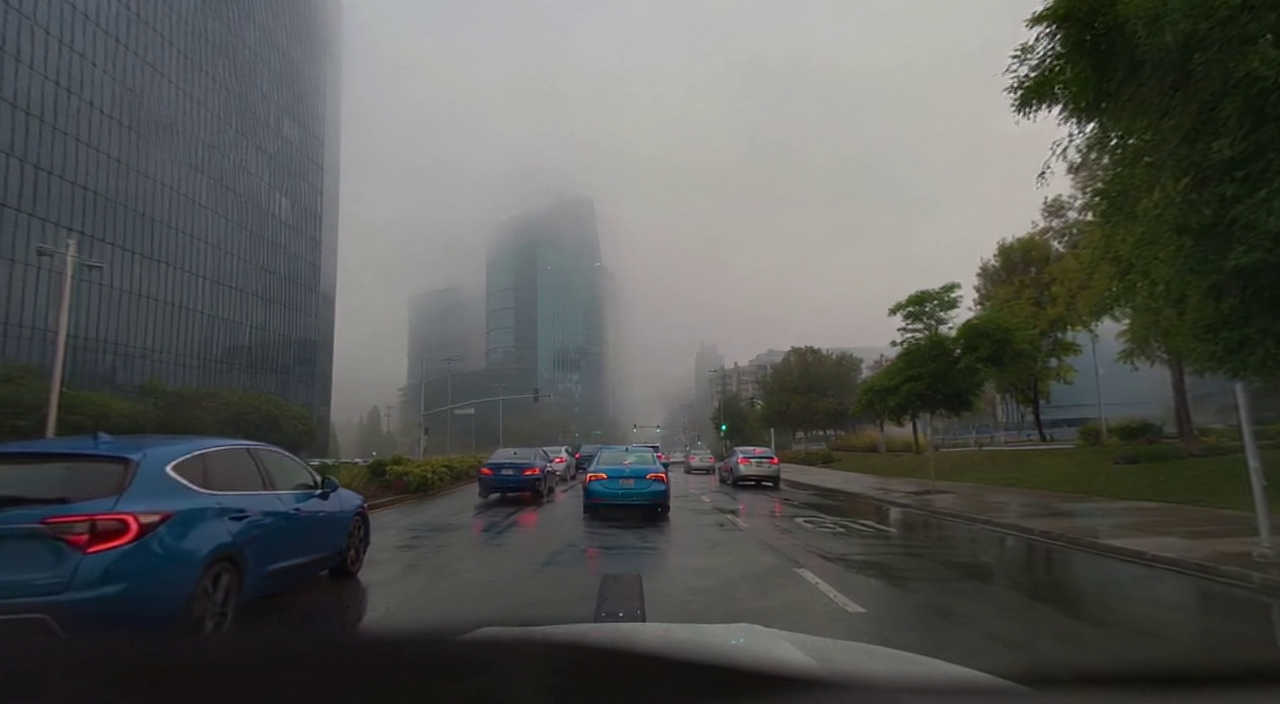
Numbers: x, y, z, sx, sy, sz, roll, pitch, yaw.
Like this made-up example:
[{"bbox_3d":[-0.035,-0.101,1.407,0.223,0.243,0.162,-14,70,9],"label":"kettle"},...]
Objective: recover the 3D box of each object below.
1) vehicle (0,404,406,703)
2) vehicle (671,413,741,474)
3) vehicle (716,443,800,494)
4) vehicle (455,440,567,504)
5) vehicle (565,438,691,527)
[{"bbox_3d":[-3.630,1.318,5.065,1.933,1.520,4.195,0,-9,-1],"label":"vehicle"},{"bbox_3d":[3.917,5.934,40.709,3.074,3.316,12.953,0,-9,0],"label":"vehicle"},{"bbox_3d":[3.858,3.879,21.339,1.940,1.514,4.187,0,-9,-1],"label":"vehicle"},{"bbox_3d":[-3.351,3.217,17.405,2.044,1.508,4.479,0,-9,1],"label":"vehicle"},{"bbox_3d":[-0.165,2.575,13.089,2.174,1.509,4.374,0,-9,1],"label":"vehicle"}]
